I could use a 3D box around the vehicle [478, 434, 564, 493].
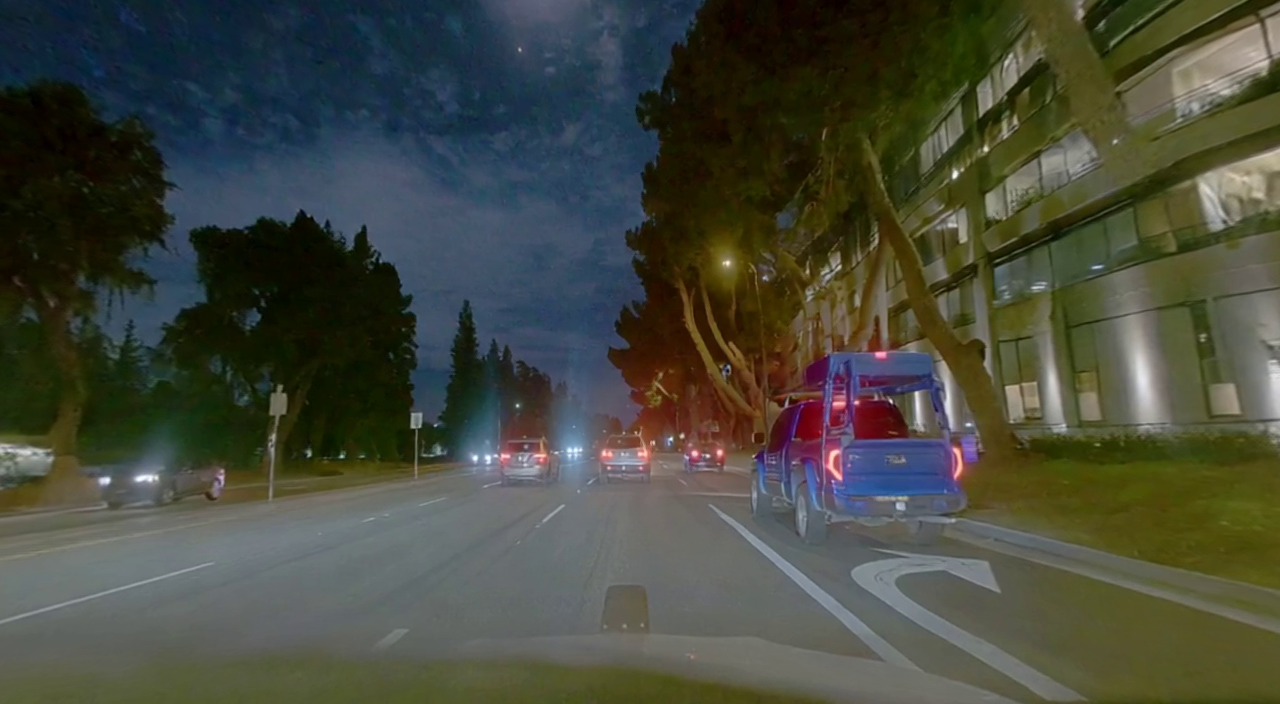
[{"bbox_3d":[-3.587,3.441,19.736,1.894,1.642,3.861,0,-8,1],"label":"vehicle"}]

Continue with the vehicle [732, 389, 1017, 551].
[{"bbox_3d":[3.435,1.951,11.152,2.655,2.054,6.098,0,-8,0],"label":"vehicle"}]

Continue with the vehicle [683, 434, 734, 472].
[{"bbox_3d":[3.694,5.549,34.958,2.183,1.948,4.633,0,-8,-1],"label":"vehicle"}]

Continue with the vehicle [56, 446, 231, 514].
[{"bbox_3d":[-15.023,3.844,19.461,1.889,1.743,4.296,-3,-8,1],"label":"vehicle"}]

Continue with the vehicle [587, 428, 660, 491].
[{"bbox_3d":[-0.461,3.369,20.011,2.075,1.770,4.018,0,-8,0],"label":"vehicle"}]
